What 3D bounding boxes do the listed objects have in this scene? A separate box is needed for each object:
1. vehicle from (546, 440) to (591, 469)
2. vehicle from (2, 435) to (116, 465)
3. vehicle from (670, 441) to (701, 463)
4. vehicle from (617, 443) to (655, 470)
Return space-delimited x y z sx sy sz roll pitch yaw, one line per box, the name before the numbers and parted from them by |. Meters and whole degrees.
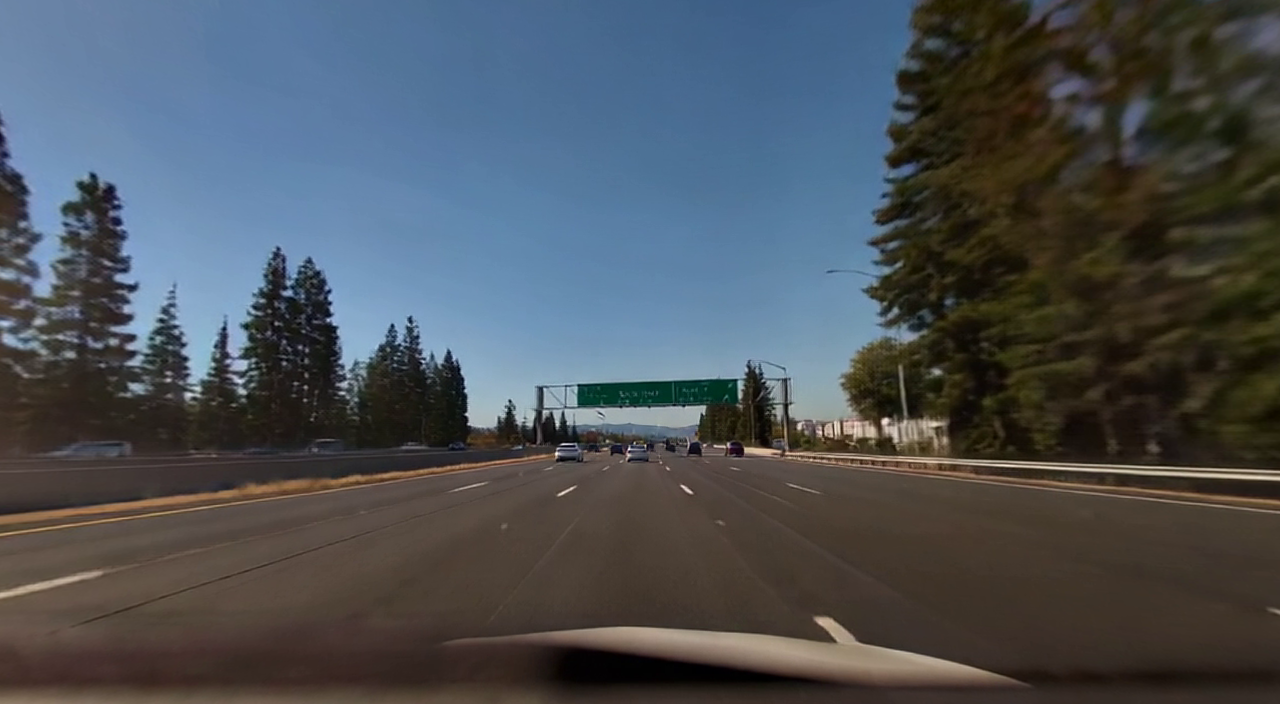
vehicle | -4.468 6.473 40.174 2.260 1.706 4.177 0 -8 1
vehicle | -38.269 6.487 41.952 2.353 1.858 5.435 0 -8 0
vehicle | 3.481 7.753 49.312 2.084 1.624 3.935 0 -8 0
vehicle | -0.235 6.112 37.348 2.146 1.485 4.332 0 -8 0
